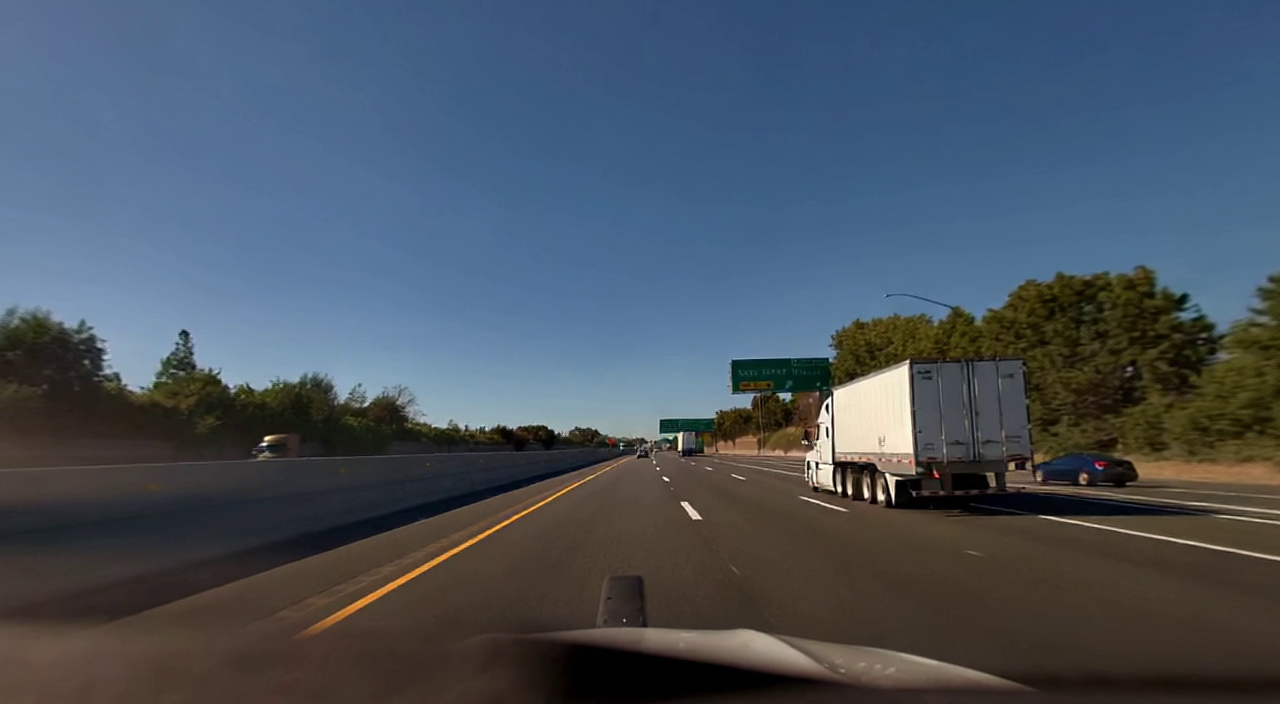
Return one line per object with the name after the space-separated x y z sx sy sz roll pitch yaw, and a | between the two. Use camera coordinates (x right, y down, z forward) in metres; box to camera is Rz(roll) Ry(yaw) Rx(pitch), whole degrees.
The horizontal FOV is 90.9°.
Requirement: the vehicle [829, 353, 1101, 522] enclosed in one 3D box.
7.265 2.184 15.741 2.690 3.197 7.515 0 -9 0 | vehicle
